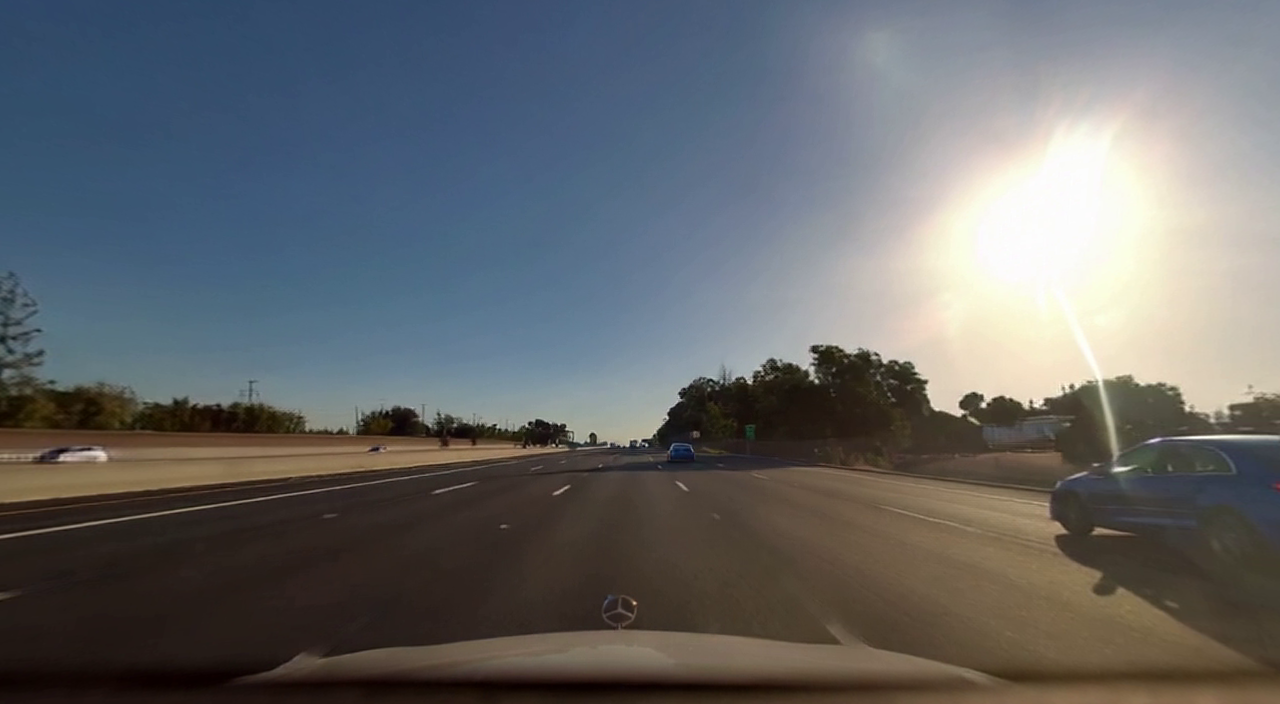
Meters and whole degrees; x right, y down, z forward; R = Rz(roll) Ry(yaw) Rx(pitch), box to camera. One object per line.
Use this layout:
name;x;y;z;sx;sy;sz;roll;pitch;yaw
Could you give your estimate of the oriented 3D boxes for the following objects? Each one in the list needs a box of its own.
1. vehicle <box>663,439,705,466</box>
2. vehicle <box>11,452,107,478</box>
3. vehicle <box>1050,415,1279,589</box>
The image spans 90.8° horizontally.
vehicle;2.702;6.323;39.874;2.270;1.615;3.770;0;-8;-1
vehicle;-35.997;6.970;39.303;1.999;1.489;4.209;0;-8;0
vehicle;6.791;1.412;6.148;2.227;1.522;5.041;0;-8;0
